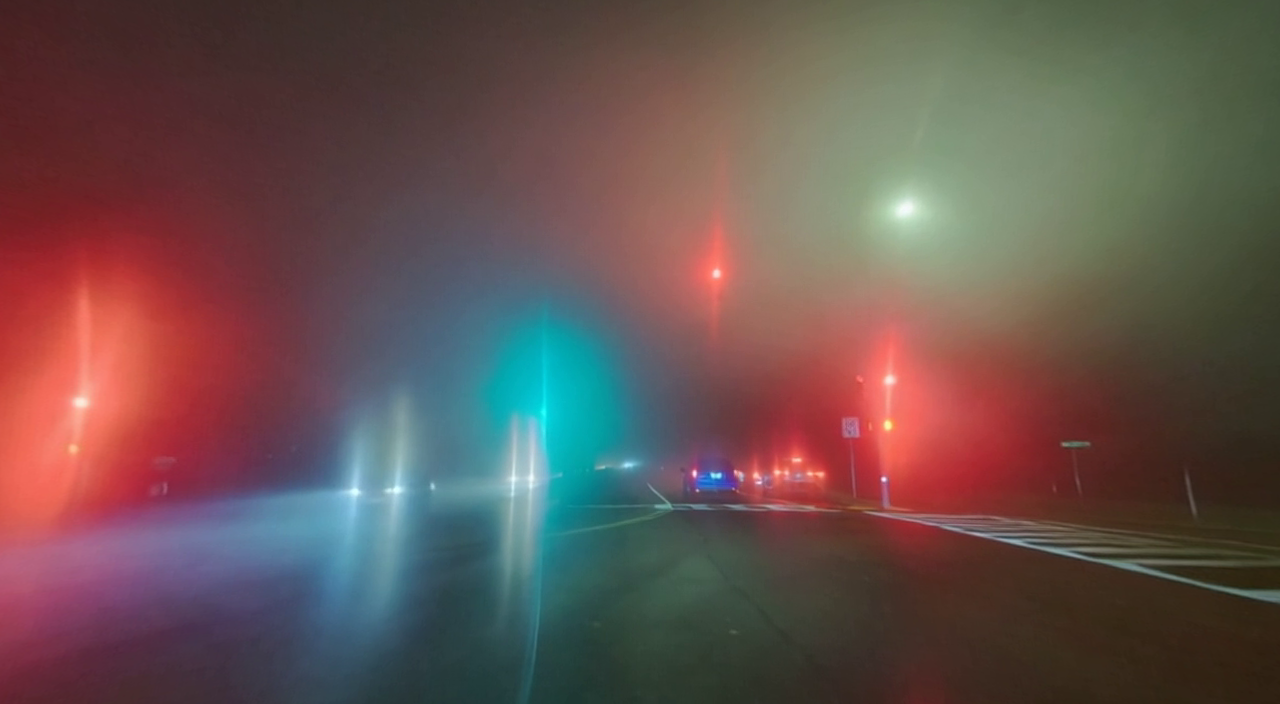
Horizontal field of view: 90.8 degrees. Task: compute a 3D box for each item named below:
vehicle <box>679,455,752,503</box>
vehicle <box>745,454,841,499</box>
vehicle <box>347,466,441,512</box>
[{"bbox_3d":[2.854,4.940,25.030,2.140,1.655,4.786,0,-9,-2],"label":"vehicle"},{"bbox_3d":[8.690,7.145,36.916,2.771,2.214,7.159,2,-9,-10],"label":"vehicle"},{"bbox_3d":[-8.859,4.962,23.169,1.818,1.397,4.026,0,-9,0],"label":"vehicle"}]
